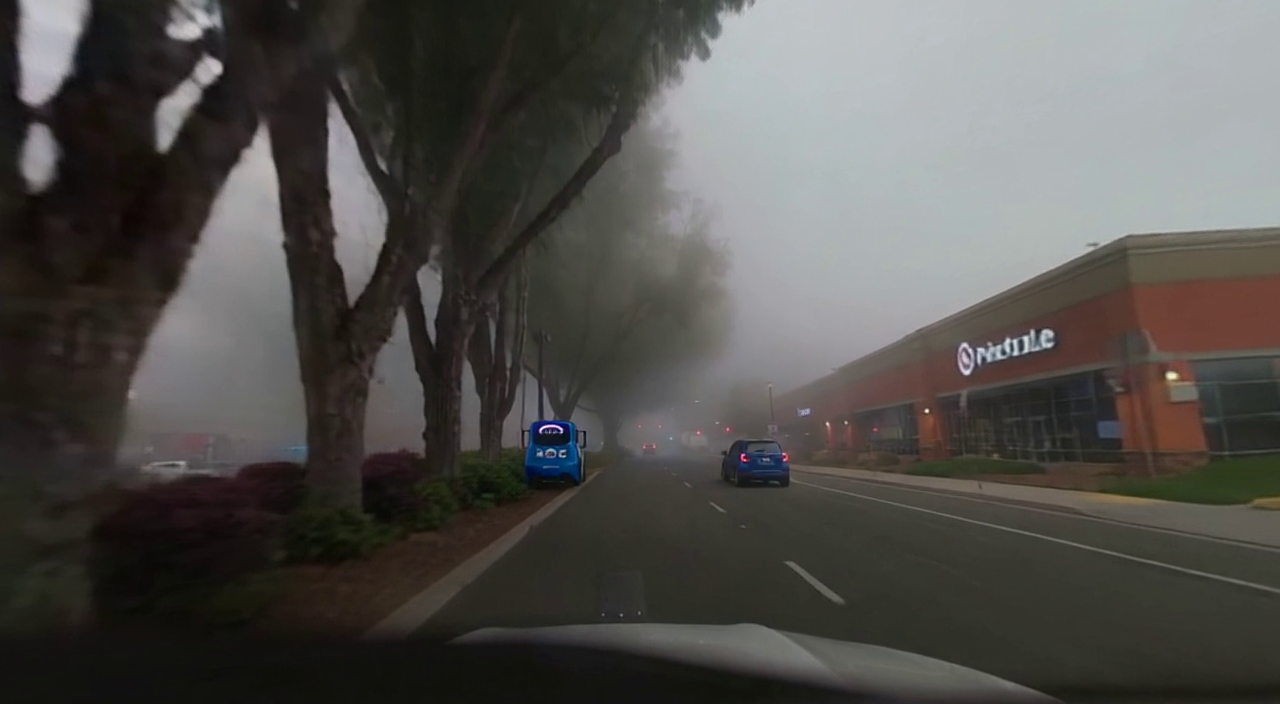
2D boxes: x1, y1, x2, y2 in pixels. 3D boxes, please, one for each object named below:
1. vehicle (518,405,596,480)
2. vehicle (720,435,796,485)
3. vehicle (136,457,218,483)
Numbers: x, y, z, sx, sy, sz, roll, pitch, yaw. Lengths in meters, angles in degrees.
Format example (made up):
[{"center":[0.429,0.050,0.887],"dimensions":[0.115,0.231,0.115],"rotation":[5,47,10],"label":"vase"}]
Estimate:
[{"center":[-3.333,3.845,26.680],"dimensions":[2.443,2.784,5.862],"rotation":[0,-9,0],"label":"vehicle"},{"center":[4.256,3.976,23.486],"dimensions":[1.869,1.646,4.166],"rotation":[0,-9,-2],"label":"vehicle"},{"center":[-31.517,8.039,43.132],"dimensions":[4.225,1.449,1.819],"rotation":[1,-9,-27],"label":"vehicle"}]
